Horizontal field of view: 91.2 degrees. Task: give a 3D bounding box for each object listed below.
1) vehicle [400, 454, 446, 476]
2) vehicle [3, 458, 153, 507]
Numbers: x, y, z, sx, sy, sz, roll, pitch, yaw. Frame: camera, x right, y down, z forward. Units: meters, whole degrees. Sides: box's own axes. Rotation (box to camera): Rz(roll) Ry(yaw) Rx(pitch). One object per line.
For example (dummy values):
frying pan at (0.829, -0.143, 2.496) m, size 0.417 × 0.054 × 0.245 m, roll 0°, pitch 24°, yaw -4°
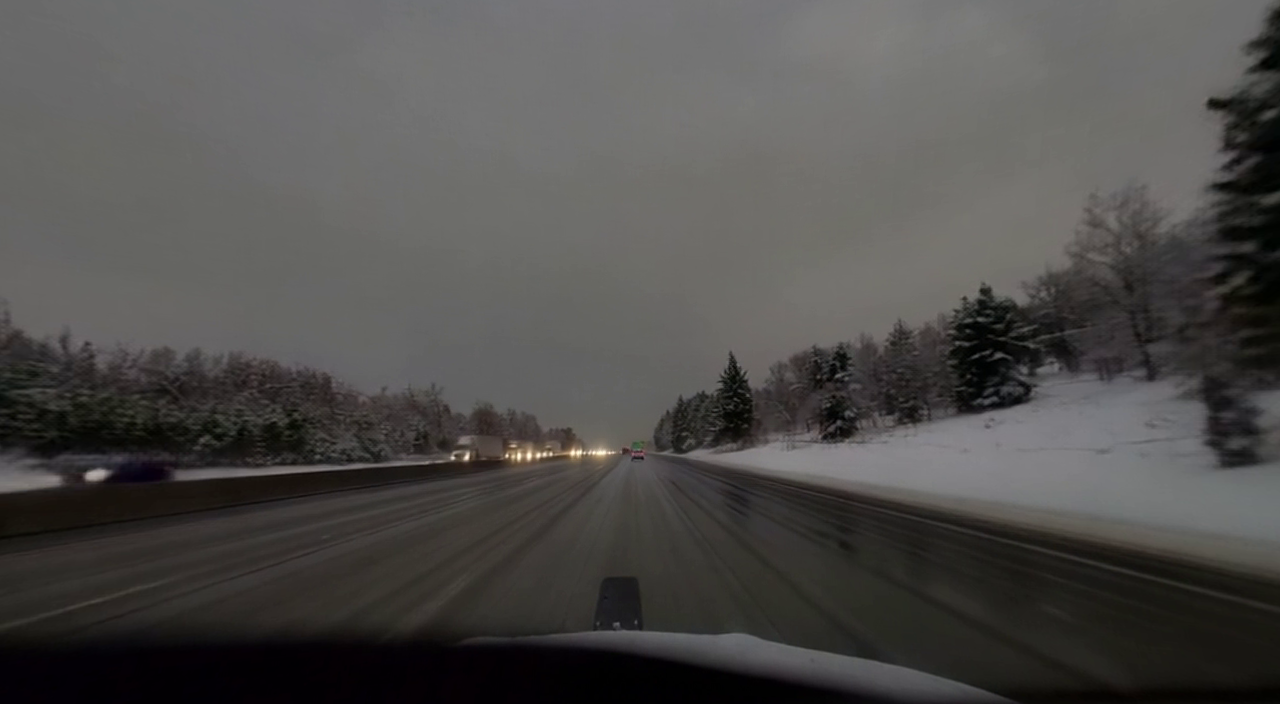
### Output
vehicle at (-15.378, 8.011, 44.648) m, size 1.828 × 1.487 × 4.135 m, roll -1°, pitch -9°, yaw 0°
vehicle at (-24.485, 5.662, 27.618) m, size 2.049 × 1.826 × 4.803 m, roll -1°, pitch -9°, yaw 1°
